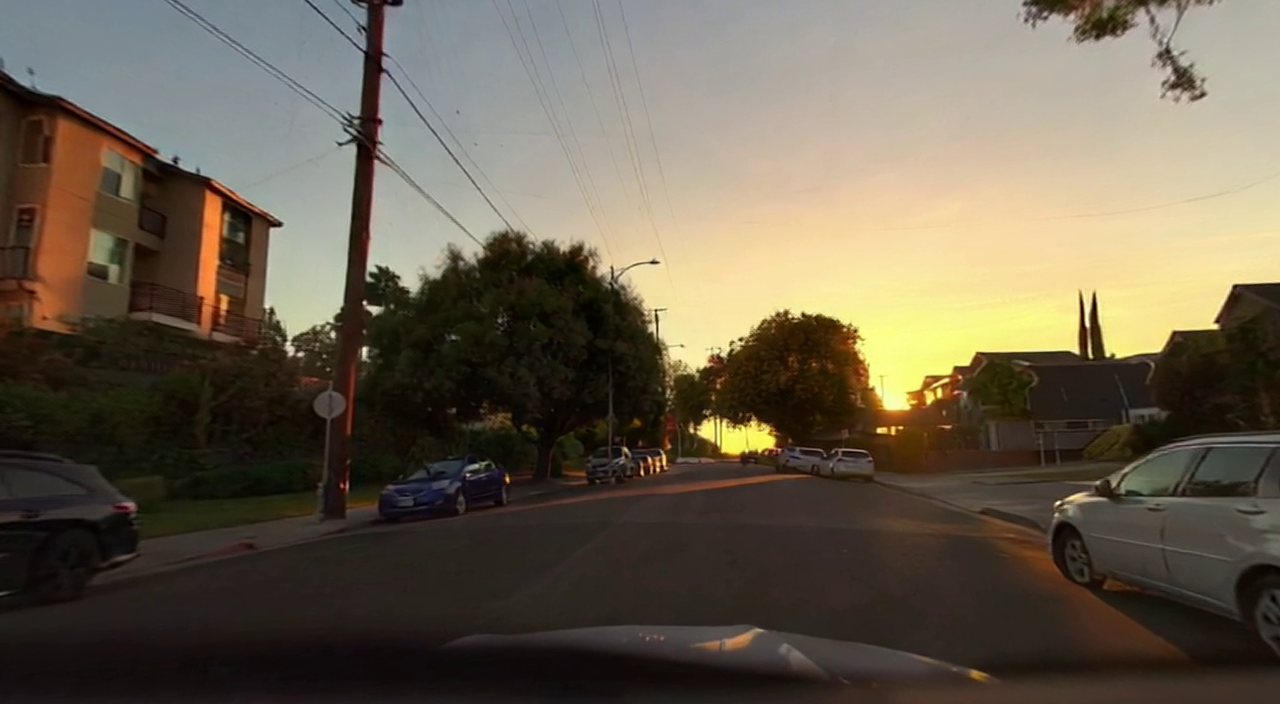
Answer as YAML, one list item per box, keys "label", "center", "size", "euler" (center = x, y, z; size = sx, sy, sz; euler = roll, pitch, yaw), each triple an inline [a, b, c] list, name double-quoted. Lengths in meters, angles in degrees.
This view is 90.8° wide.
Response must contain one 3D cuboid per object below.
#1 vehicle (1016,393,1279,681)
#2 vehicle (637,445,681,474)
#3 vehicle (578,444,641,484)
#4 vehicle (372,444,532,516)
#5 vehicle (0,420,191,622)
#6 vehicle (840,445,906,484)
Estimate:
- label: "vehicle"
  center: [5.122, 1.288, 5.046]
  size: [2.180, 1.677, 4.432]
  euler: [-2, -8, 11]
- label: "vehicle"
  center: [1.400, 7.483, 43.872]
  size: [1.953, 1.699, 4.234]
  euler: [-9, -12, 13]
- label: "vehicle"
  center: [-1.428, 5.537, 31.612]
  size: [2.011, 1.801, 4.676]
  euler: [-2, -9, 12]
- label: "vehicle"
  center: [-4.763, 3.410, 16.943]
  size: [2.017, 1.582, 4.664]
  euler: [-4, -11, 13]
- label: "vehicle"
  center: [-6.733, 1.570, 5.399]
  size: [2.068, 1.745, 4.579]
  euler: [-8, -10, 9]
- label: "vehicle"
  center: [9.894, 4.780, 27.122]
  size: [1.964, 1.515, 4.055]
  euler: [-2, -9, 11]
